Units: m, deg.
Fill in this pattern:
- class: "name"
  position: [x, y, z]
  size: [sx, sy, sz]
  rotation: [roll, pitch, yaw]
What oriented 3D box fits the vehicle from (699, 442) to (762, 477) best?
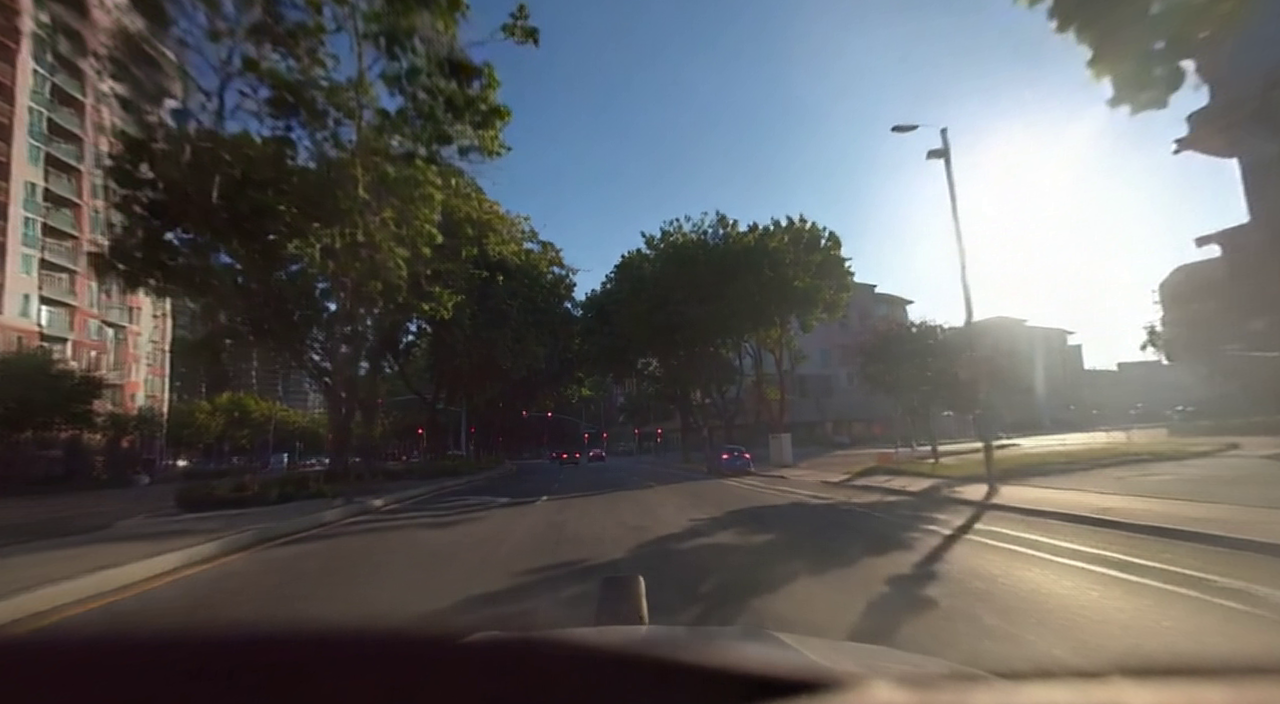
- class: "vehicle"
  position: [4.582, 5.542, 32.764]
  size: [2.042, 1.635, 4.858]
  rotation: [1, -9, -6]
